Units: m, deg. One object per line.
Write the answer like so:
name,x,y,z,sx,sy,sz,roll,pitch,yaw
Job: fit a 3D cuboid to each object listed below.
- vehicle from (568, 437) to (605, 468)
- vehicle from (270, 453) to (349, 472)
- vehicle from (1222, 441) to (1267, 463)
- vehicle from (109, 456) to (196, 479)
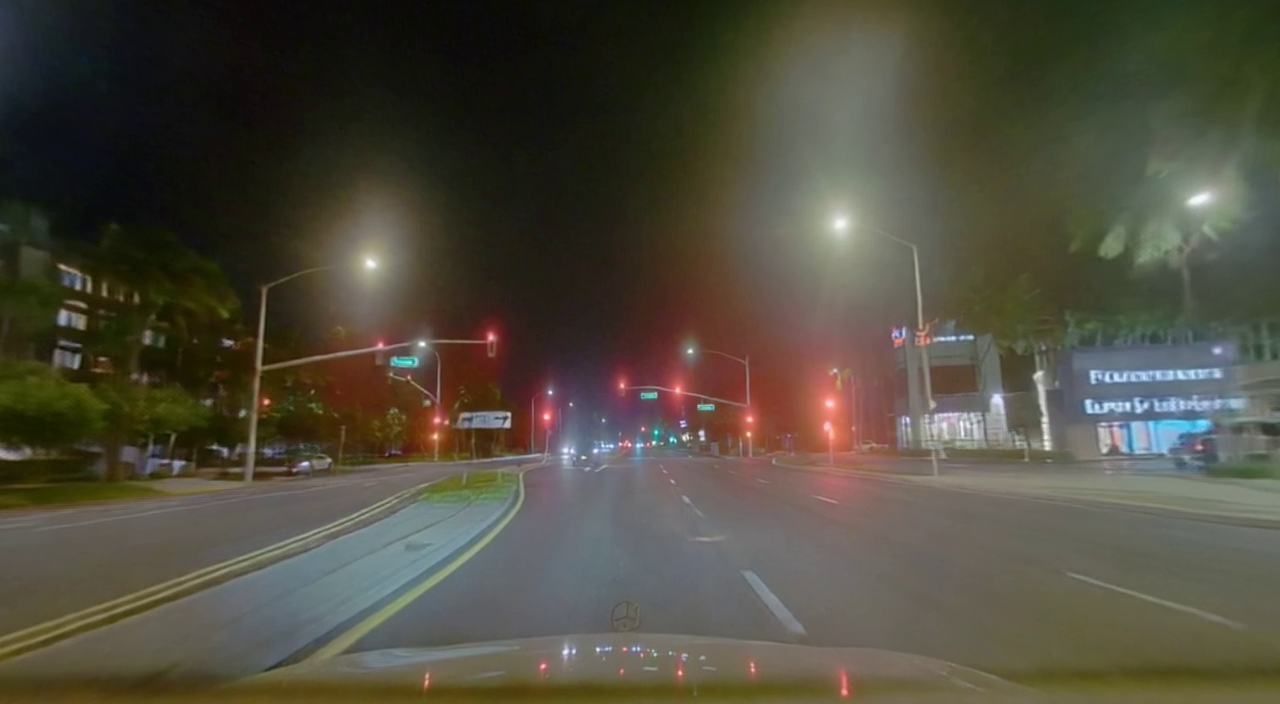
vehicle,-3.019,5.740,36.213,1.990,1.639,3.885,0,-8,-4
vehicle,-25.016,8.370,47.945,4.854,1.406,2.060,0,-8,1
vehicle,41.343,6.842,43.277,1.821,1.442,3.914,-7,-11,39
vehicle,-34.451,8.164,44.716,4.567,1.460,1.917,0,-8,0
